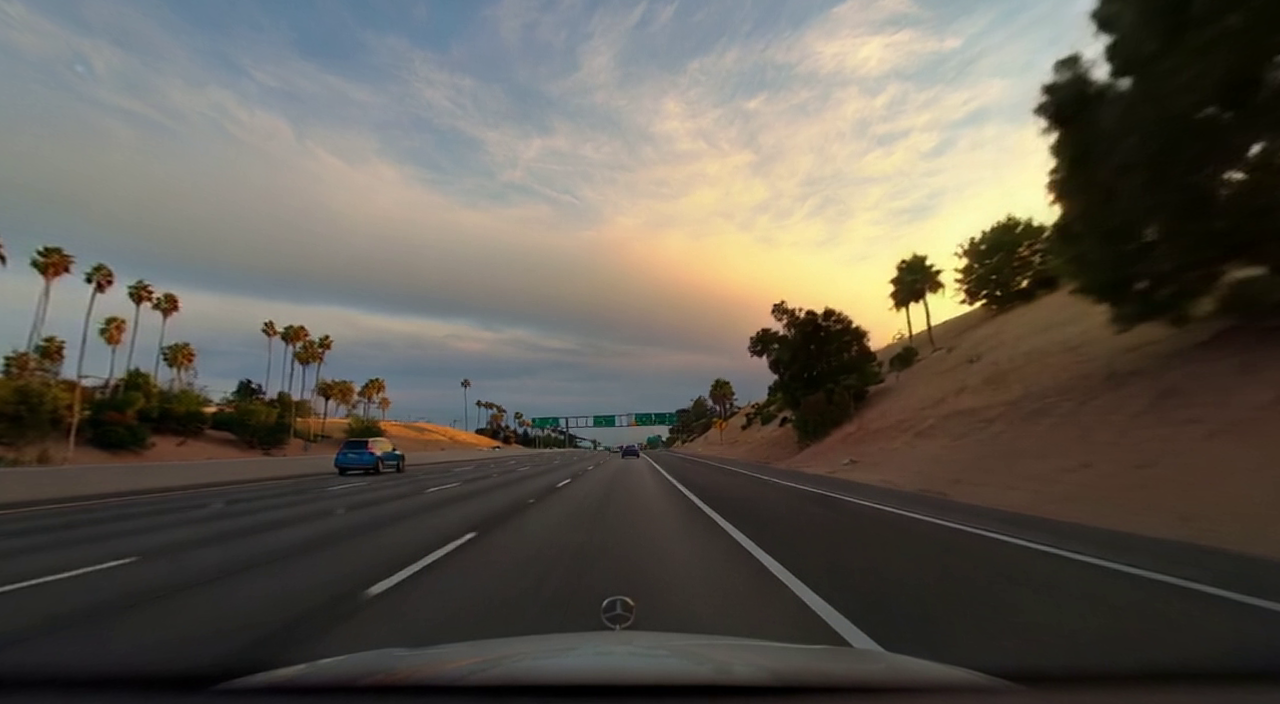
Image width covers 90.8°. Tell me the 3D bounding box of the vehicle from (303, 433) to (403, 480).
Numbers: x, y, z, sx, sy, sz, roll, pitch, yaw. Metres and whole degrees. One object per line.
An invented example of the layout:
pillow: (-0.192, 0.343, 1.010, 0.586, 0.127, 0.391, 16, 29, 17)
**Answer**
vehicle: (-11.815, 4.321, 26.403, 2.016, 1.754, 4.543, 0, -8, 0)
